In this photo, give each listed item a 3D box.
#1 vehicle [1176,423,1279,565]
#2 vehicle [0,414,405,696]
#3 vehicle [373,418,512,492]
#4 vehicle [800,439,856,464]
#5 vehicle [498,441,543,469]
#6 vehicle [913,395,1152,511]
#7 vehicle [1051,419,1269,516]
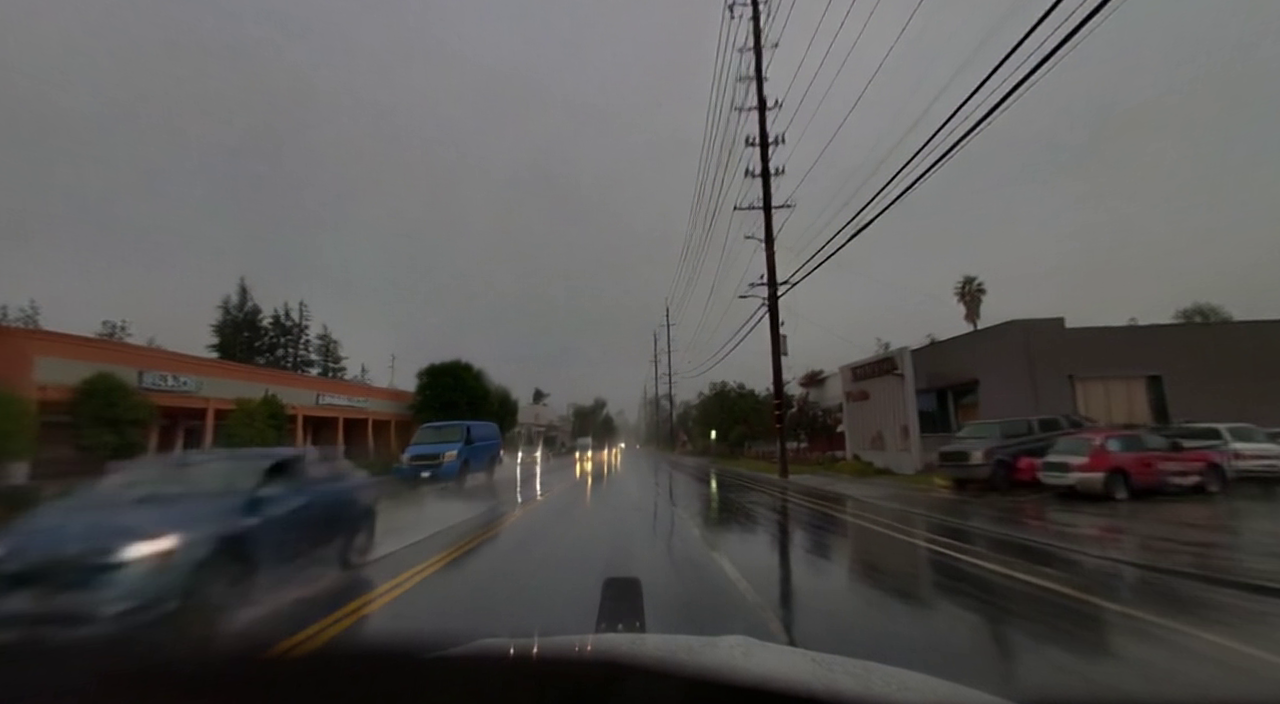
[{"bbox_3d":[9.371,1.783,8.383,4.480,1.616,2.180,5,-10,-35],"label":"vehicle"},{"bbox_3d":[-4.152,1.479,5.860,1.998,1.562,4.433,-1,-8,3],"label":"vehicle"},{"bbox_3d":[-7.222,3.914,24.316,2.909,2.362,7.390,-1,-8,1],"label":"vehicle"},{"bbox_3d":[12.413,6.582,41.874,2.143,1.518,4.893,0,-8,0],"label":"vehicle"},{"bbox_3d":[-7.942,6.852,42.182,2.242,1.741,4.519,0,-8,-1],"label":"vehicle"},{"bbox_3d":[9.780,2.412,15.459,6.532,2.291,2.575,6,-10,-36],"label":"vehicle"},{"bbox_3d":[10.705,2.350,12.887,4.687,1.634,1.938,6,-13,-33],"label":"vehicle"}]
